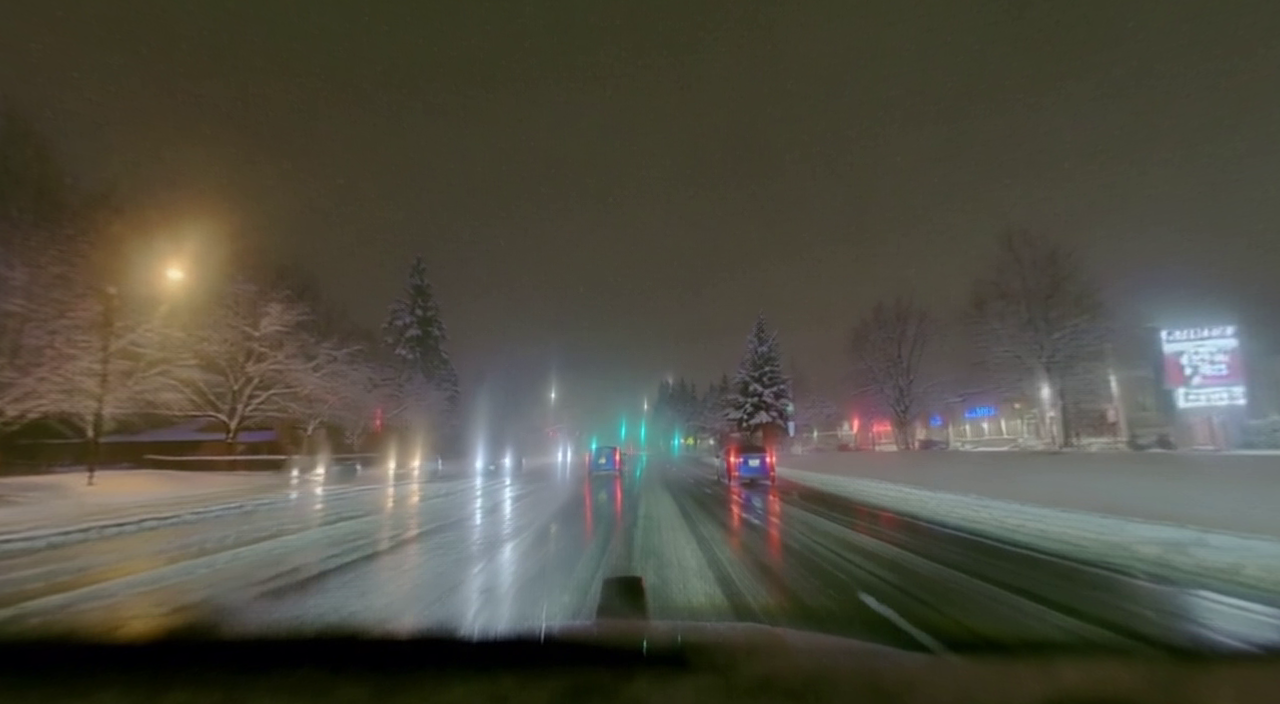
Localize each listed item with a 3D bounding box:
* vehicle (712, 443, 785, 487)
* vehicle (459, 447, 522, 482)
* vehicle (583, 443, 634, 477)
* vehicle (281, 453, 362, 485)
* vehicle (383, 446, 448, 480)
[{"bbox_3d":[4.019,4.258,24.111,1.977,1.474,4.399,0,-9,-1],"label":"vehicle"},{"bbox_3d":[-6.769,5.121,29.014,1.993,1.444,3.965,0,-9,-1],"label":"vehicle"},{"bbox_3d":[-1.455,5.221,30.647,2.001,1.504,4.212,-1,-9,4],"label":"vehicle"},{"bbox_3d":[-16.133,5.926,32.198,1.841,1.479,4.286,-1,-9,1],"label":"vehicle"},{"bbox_3d":[-12.040,5.952,34.102,1.944,1.662,4.160,-1,-9,0],"label":"vehicle"}]
